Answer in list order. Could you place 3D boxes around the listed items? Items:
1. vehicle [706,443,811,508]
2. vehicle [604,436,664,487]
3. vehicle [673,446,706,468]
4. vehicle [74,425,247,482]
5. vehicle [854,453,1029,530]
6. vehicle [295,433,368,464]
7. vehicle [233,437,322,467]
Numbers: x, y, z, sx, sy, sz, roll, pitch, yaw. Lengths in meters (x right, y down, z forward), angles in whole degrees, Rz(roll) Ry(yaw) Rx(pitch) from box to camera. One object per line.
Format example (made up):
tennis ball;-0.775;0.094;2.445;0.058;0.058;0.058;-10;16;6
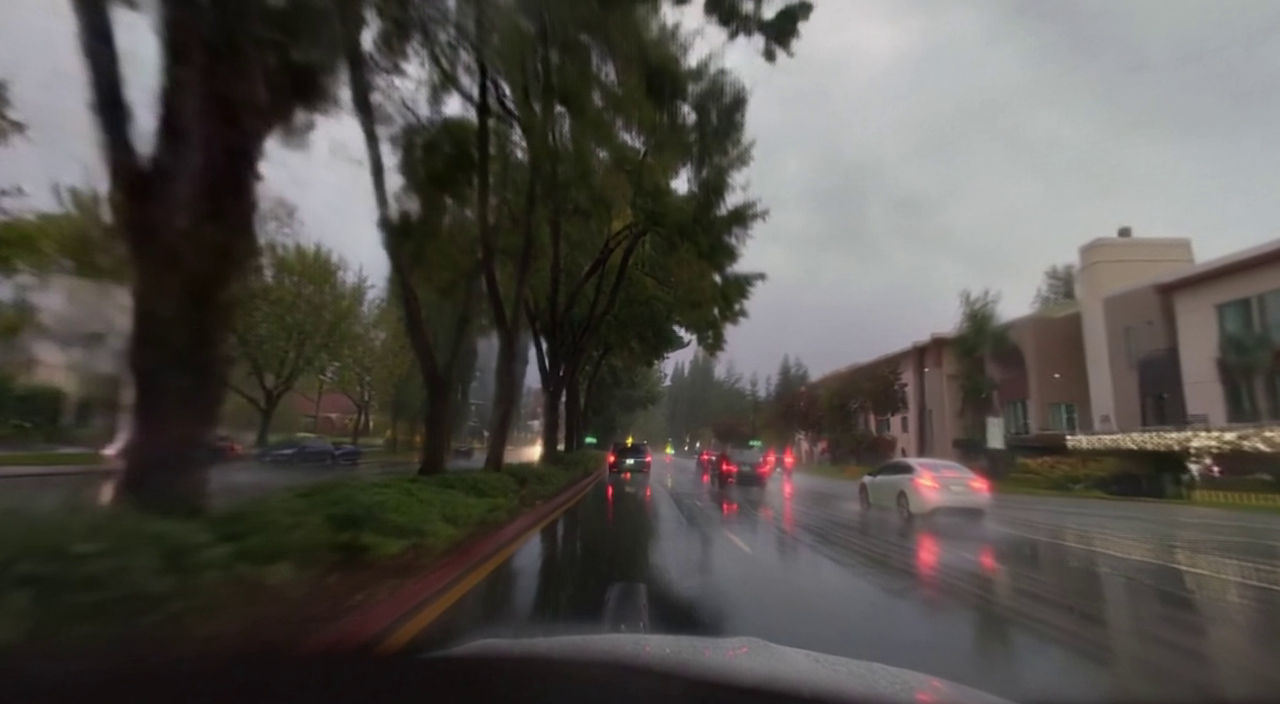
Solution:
vehicle;3.020;3.236;16.965;1.932;1.510;4.168;0;-8;-1
vehicle;-0.206;3.988;23.164;2.008;1.674;4.239;0;-8;0
vehicle;3.484;7.508;44.940;2.012;1.462;4.163;0;-8;-1
vehicle;-15.930;3.397;21.256;2.100;1.708;4.567;0;-8;2
vehicle;6.745;3.125;14.658;1.944;1.458;4.268;0;-8;0
vehicle;-19.127;6.005;39.200;2.043;1.707;4.798;3;-9;0
vehicle;-19.006;5.262;33.198;1.905;1.428;4.637;0;-8;0
